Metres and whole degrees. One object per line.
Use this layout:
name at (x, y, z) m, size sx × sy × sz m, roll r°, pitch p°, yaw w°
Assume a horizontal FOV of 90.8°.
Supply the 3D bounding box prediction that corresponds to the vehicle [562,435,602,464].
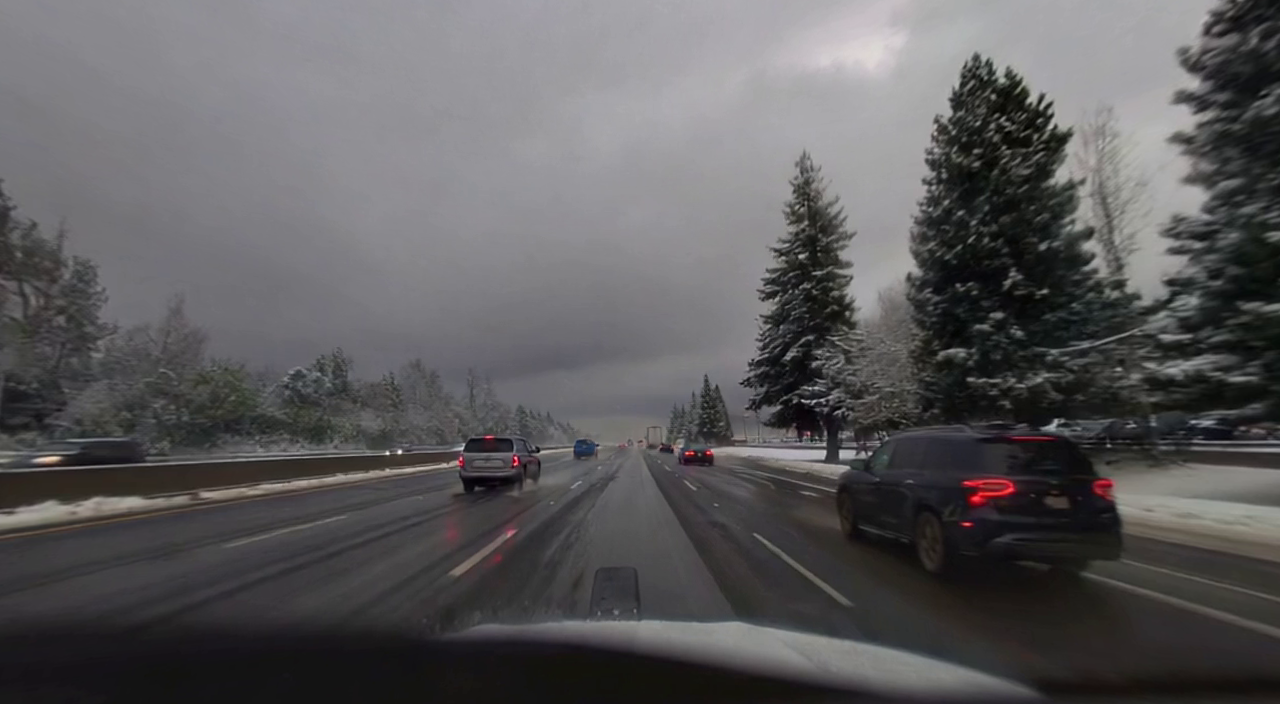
vehicle at (-4.027, 6.947, 45.127) m, size 2.410 × 1.981 × 5.355 m, roll 0°, pitch -8°, yaw 0°

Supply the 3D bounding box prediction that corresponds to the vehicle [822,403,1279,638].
vehicle at (3.624, 1.480, 6.596) m, size 2.033 × 1.596 × 4.344 m, roll 0°, pitch -8°, yaw -2°

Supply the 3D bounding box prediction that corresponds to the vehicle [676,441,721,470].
vehicle at (3.214, 5.756, 35.434) m, size 1.957 × 1.510 × 4.643 m, roll 0°, pitch -8°, yaw -2°

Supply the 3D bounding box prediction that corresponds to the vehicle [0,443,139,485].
vehicle at (-24.851, 4.817, 27.544) m, size 2.053 × 1.645 × 4.876 m, roll 0°, pitch -8°, yaw 0°

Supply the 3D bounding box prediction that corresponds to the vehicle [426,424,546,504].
vehicle at (-3.802, 2.847, 16.494) m, size 1.987 × 1.765 × 4.508 m, roll 0°, pitch -8°, yaw 0°
